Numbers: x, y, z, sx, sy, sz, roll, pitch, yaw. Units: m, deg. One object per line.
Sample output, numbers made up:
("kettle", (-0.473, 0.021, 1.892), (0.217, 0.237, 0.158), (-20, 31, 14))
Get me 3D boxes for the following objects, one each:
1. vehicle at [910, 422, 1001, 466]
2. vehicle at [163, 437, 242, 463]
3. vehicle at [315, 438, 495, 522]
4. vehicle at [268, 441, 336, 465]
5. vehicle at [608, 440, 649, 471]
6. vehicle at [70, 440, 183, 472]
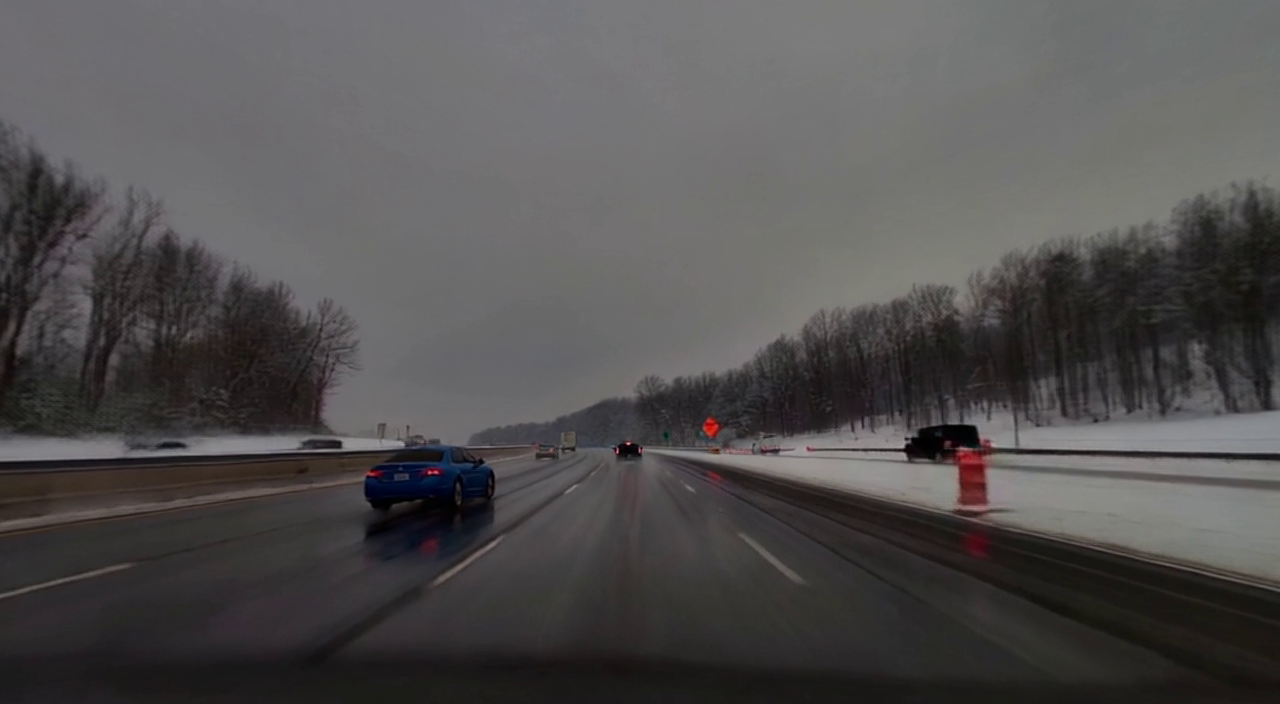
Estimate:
("vehicle", (20.757, 6.123, 41.832), (2.728, 2.610, 7.309), (-1, -8, 4))
("vehicle", (-29.562, 6.630, 42.596), (1.918, 1.628, 4.921), (0, -8, -2))
("vehicle", (-4.529, 2.511, 12.963), (2.001, 1.415, 4.360), (0, -8, 0))
("vehicle", (-21.824, 6.519, 40.774), (1.898, 1.461, 4.663), (0, -8, -2))
("vehicle", (-0.630, 5.253, 32.079), (1.963, 1.462, 4.681), (0, -8, -2))
("vehicle", (-25.541, 5.178, 31.472), (1.907, 1.471, 4.577), (0, -8, -1))
